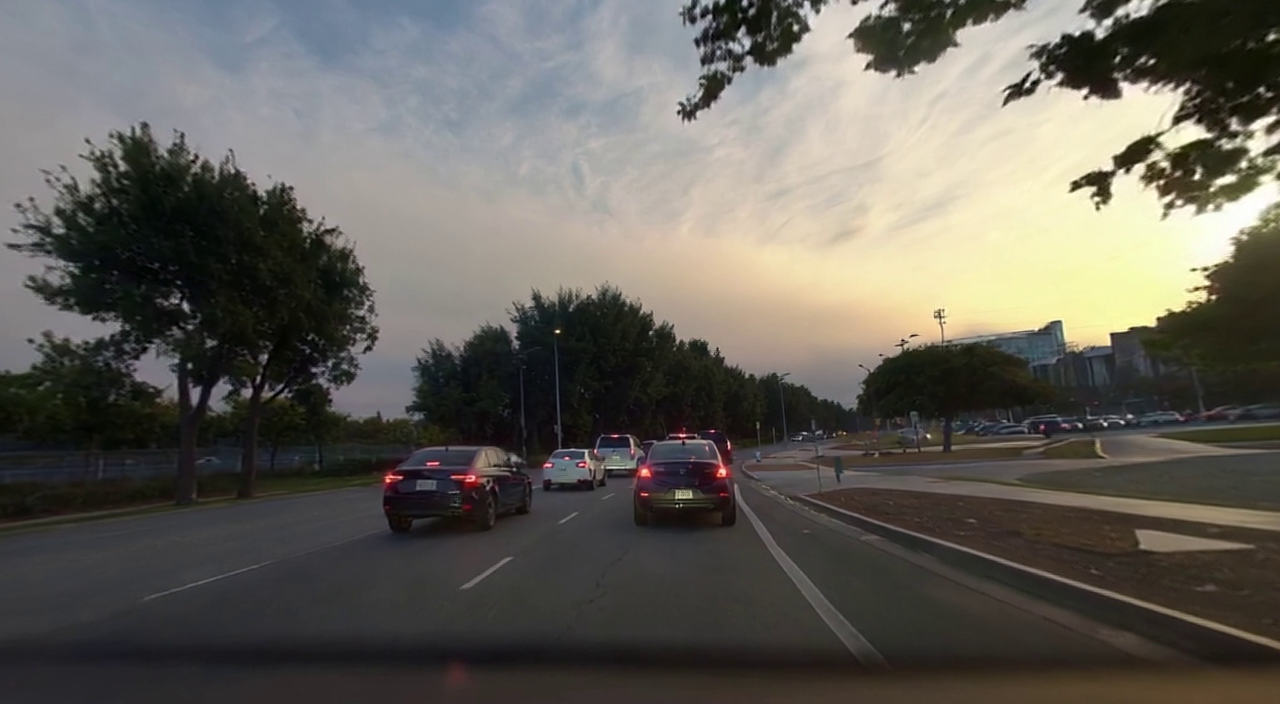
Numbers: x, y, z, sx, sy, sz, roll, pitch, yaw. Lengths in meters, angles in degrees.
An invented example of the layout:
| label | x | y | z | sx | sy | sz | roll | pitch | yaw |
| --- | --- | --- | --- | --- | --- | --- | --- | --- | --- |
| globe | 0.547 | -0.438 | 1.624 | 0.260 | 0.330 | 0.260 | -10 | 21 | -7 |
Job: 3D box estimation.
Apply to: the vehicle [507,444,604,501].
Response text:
| label | x | y | z | sx | sy | sz | roll | pitch | yaw |
| --- | --- | --- | --- | --- | --- | --- | --- | --- | --- |
| vehicle | -2.353 | 3.499 | 18.754 | 1.870 | 1.490 | 4.187 | -1 | -9 | 6 |

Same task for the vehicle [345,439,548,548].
| label | x | y | z | sx | sy | sz | roll | pitch | yaw |
| --- | --- | --- | --- | --- | --- | --- | --- | --- | --- |
| vehicle | -3.039 | 2.318 | 11.020 | 1.940 | 1.502 | 4.241 | -1 | -9 | 4 |

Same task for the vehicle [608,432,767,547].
| label | x | y | z | sx | sy | sz | roll | pitch | yaw |
| --- | --- | --- | --- | --- | --- | --- | --- | --- | --- |
| vehicle | 0.695 | 2.183 | 10.665 | 2.142 | 1.528 | 4.133 | 0 | -9 | 2 |

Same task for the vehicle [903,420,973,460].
| label | x | y | z | sx | sy | sz | roll | pitch | yaw |
| --- | --- | --- | --- | --- | --- | --- | --- | --- | --- |
| vehicle | 15.316 | 4.589 | 32.637 | 2.288 | 1.933 | 4.612 | -2 | -9 | 14 |
